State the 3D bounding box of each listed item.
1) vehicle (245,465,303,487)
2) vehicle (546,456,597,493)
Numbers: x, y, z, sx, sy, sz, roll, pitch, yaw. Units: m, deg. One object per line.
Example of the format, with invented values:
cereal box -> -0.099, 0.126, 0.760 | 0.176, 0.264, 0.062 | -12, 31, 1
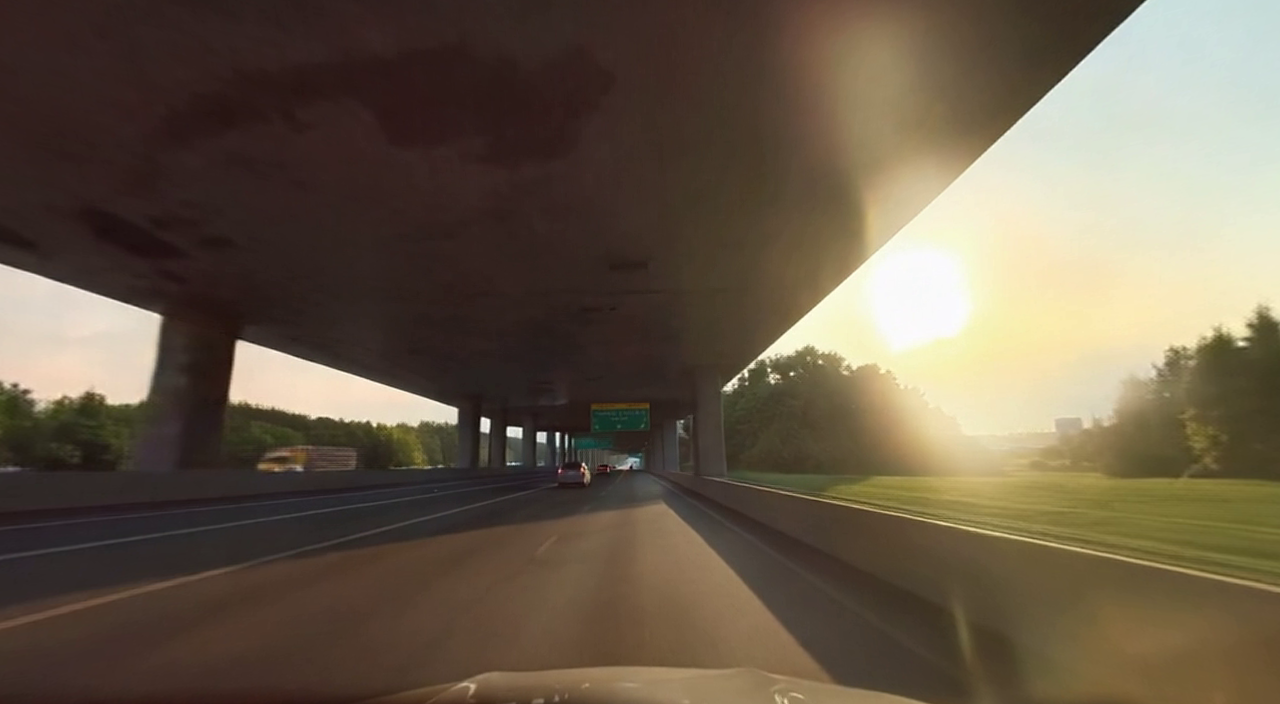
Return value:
vehicle -> -26.086, 8.851, 45.027 | 1.781, 1.418, 4.051 | 1, -11, -1
vehicle -> -3.340, 6.096, 31.428 | 2.092, 1.642, 3.895 | 1, -11, 0
